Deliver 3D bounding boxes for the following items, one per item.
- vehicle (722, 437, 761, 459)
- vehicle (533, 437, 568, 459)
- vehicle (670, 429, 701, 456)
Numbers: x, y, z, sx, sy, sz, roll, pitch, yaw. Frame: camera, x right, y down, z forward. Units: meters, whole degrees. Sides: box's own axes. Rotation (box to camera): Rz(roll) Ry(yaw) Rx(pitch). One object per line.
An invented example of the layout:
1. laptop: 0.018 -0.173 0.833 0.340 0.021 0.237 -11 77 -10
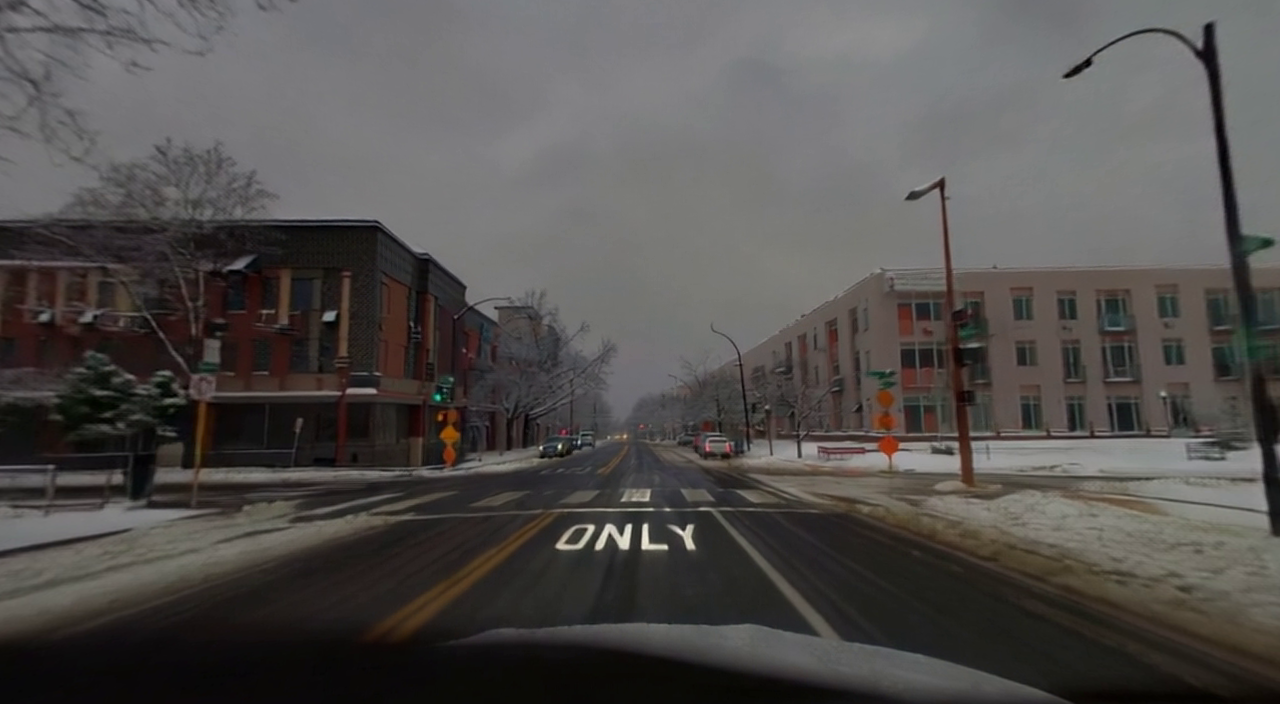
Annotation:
1. vehicle: 7.413 7.047 46.445 1.997 1.510 4.455 0 -8 -2
2. vehicle: -6.739 7.227 47.715 2.127 1.533 4.547 -1 -8 -2
3. vehicle: 3.481 7.022 48.836 1.971 1.919 4.748 0 -8 -1
